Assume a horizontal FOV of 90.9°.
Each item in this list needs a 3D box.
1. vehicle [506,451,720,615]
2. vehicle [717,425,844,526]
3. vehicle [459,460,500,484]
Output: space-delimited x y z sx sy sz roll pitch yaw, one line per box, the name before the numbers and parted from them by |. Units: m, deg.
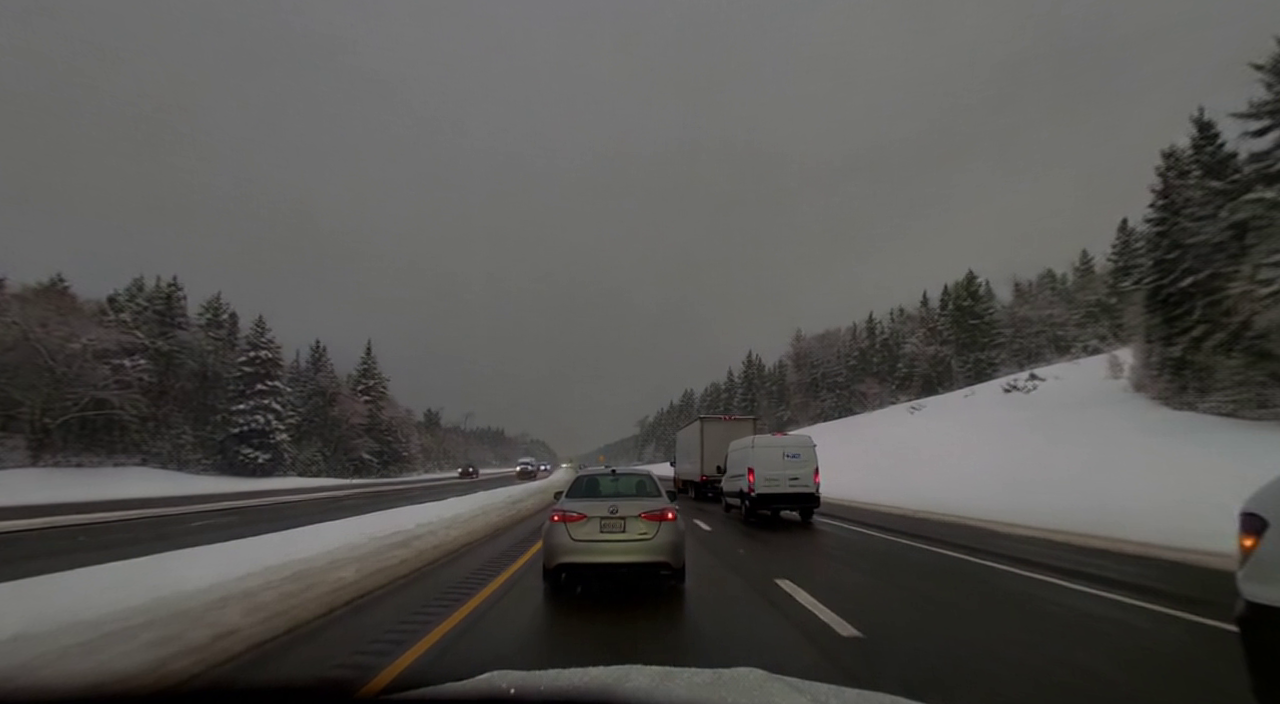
vehicle | -0.275 2.015 7.644 1.980 1.493 3.410 1 -11 -1
vehicle | 3.902 3.648 18.779 2.328 2.537 5.290 1 -11 -2
vehicle | -11.166 8.394 44.112 1.872 1.510 4.266 1 -11 -2
